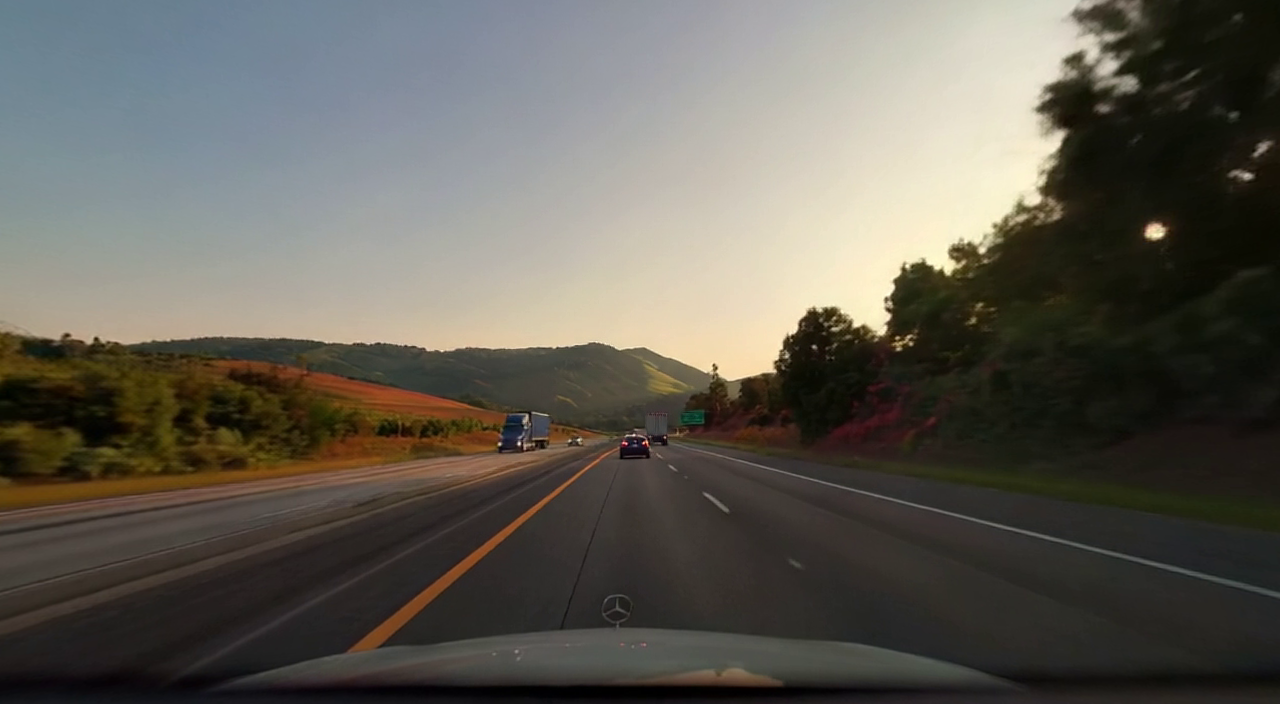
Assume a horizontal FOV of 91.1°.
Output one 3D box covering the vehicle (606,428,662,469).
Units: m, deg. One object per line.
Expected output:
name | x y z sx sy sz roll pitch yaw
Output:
vehicle | -0.275 4.097 26.981 2.216 1.623 4.220 0 -8 -1
